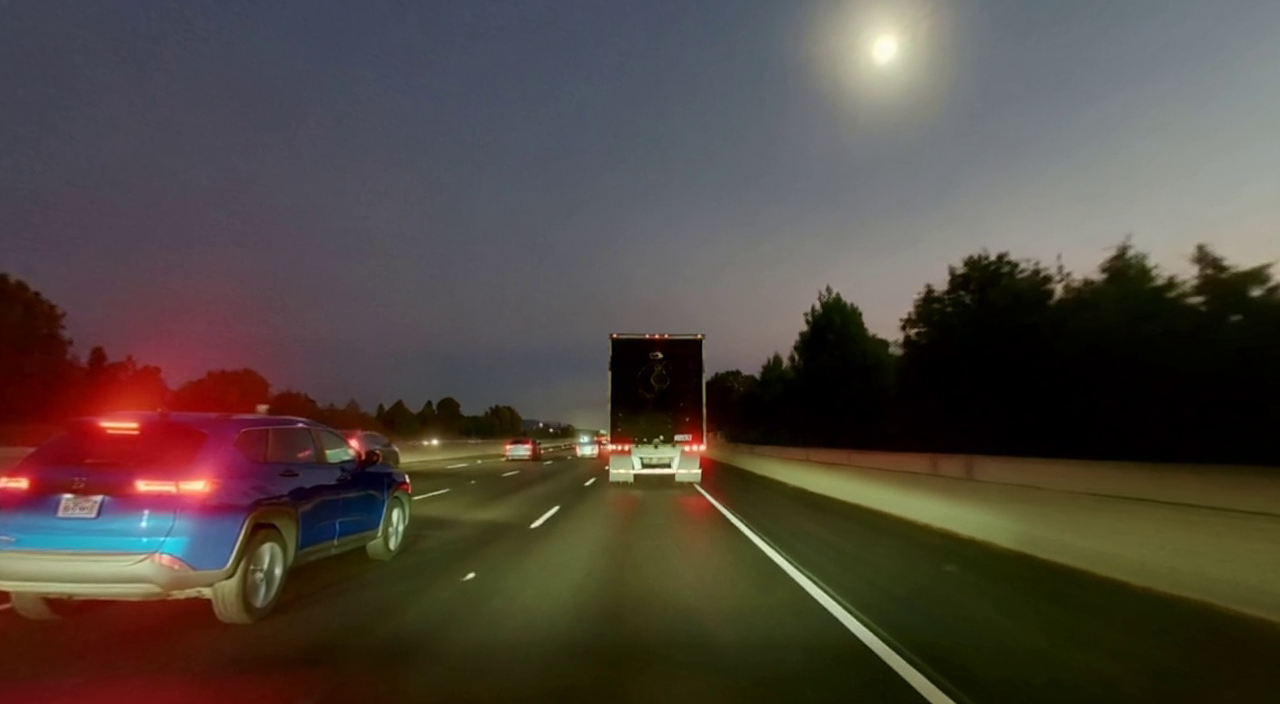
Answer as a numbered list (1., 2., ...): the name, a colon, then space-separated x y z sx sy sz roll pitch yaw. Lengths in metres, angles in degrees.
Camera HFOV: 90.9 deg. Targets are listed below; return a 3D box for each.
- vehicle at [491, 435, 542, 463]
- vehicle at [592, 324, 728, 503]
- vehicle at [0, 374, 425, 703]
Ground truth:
1. vehicle: -6.766 5.366 35.047 1.882 1.451 4.416 0 -8 1
2. vehicle: 0.481 2.063 18.887 2.870 3.841 10.653 0 -8 1
3. vehicle: -3.655 1.253 5.338 2.077 1.671 4.249 0 -8 1
